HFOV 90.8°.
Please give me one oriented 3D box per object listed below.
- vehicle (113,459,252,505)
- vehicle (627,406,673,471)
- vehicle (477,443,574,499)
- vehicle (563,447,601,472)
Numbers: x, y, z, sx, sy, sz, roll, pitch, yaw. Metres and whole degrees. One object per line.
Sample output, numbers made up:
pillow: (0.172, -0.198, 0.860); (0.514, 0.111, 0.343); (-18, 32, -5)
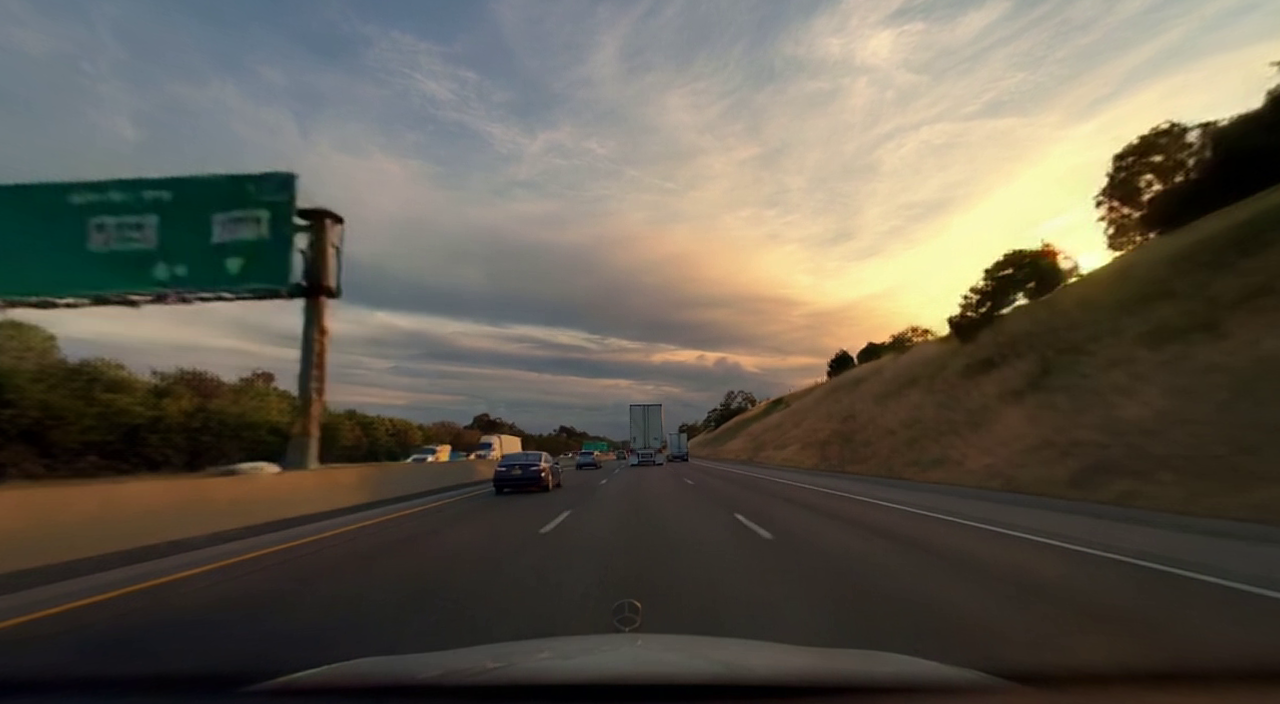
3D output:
vehicle: (-17.028, 4.826, 23.823); (1.833, 1.480, 4.549); (0, -9, 0)
vehicle: (0.601, 6.242, 45.194); (2.919, 4.048, 11.010); (0, -9, 0)
vehicle: (-3.359, 3.582, 19.466); (2.053, 1.489, 4.740); (0, -9, 1)
vehicle: (-3.712, 6.949, 41.042); (2.051, 1.537, 4.111); (0, -9, 0)
